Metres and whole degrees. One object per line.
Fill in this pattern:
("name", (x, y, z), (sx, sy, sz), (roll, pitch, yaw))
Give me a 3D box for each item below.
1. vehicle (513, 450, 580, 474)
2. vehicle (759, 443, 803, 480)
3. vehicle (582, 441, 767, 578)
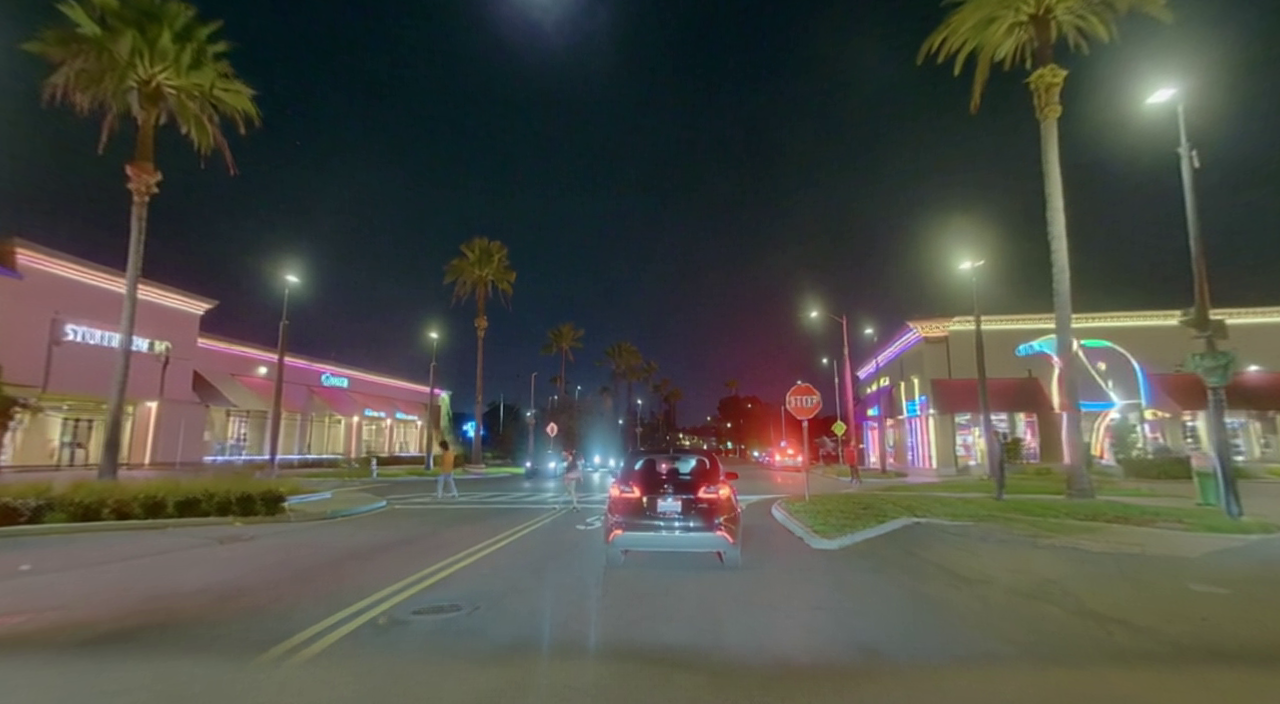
("vehicle", (-6.909, 8.103, 46.854), (4.529, 1.682, 1.895), (7, -11, -36))
("vehicle", (9.410, 7.257, 42.174), (2.467, 2.369, 1.577), (6, -10, -35))
("vehicle", (0.539, 2.045, 9.026), (2.031, 1.479, 3.969), (-1, -9, 5))
